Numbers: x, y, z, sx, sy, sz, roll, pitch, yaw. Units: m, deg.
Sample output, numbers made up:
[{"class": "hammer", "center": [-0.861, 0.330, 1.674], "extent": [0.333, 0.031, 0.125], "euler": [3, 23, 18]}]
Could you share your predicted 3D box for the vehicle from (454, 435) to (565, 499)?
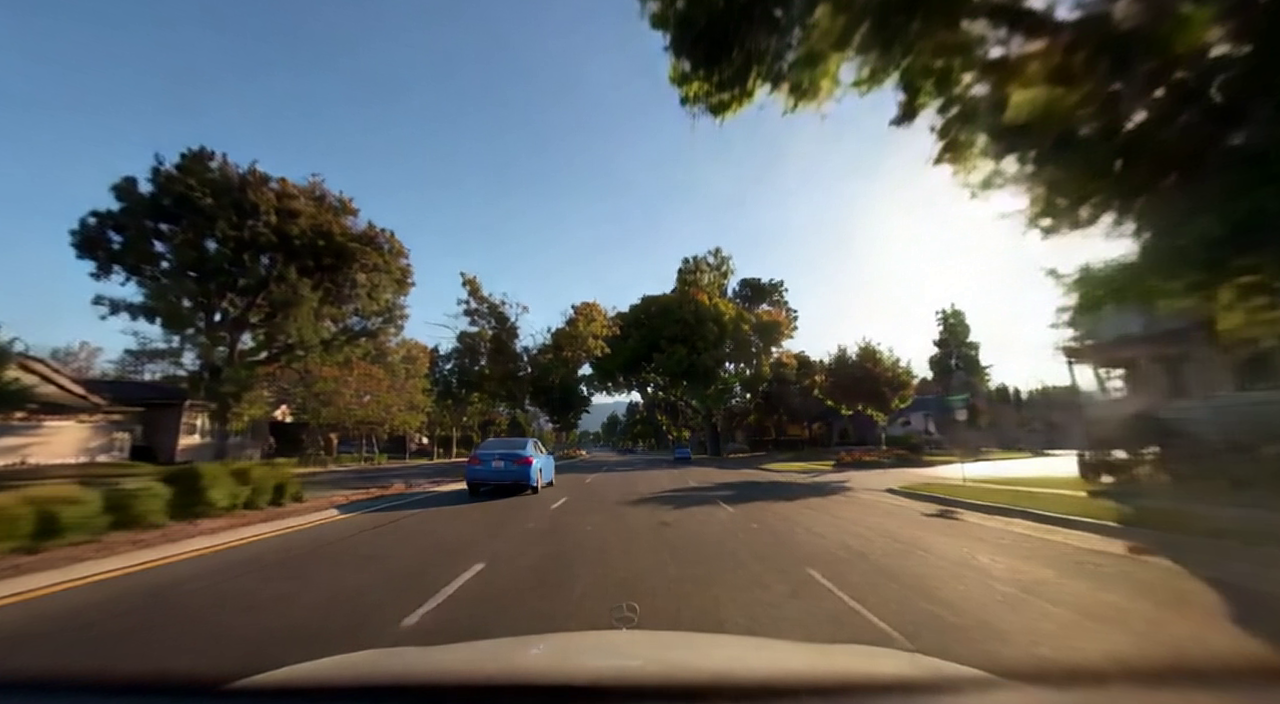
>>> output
[{"class": "vehicle", "center": [-3.293, 2.985, 16.829], "extent": [2.005, 1.477, 4.169], "euler": [0, -8, 1]}]
